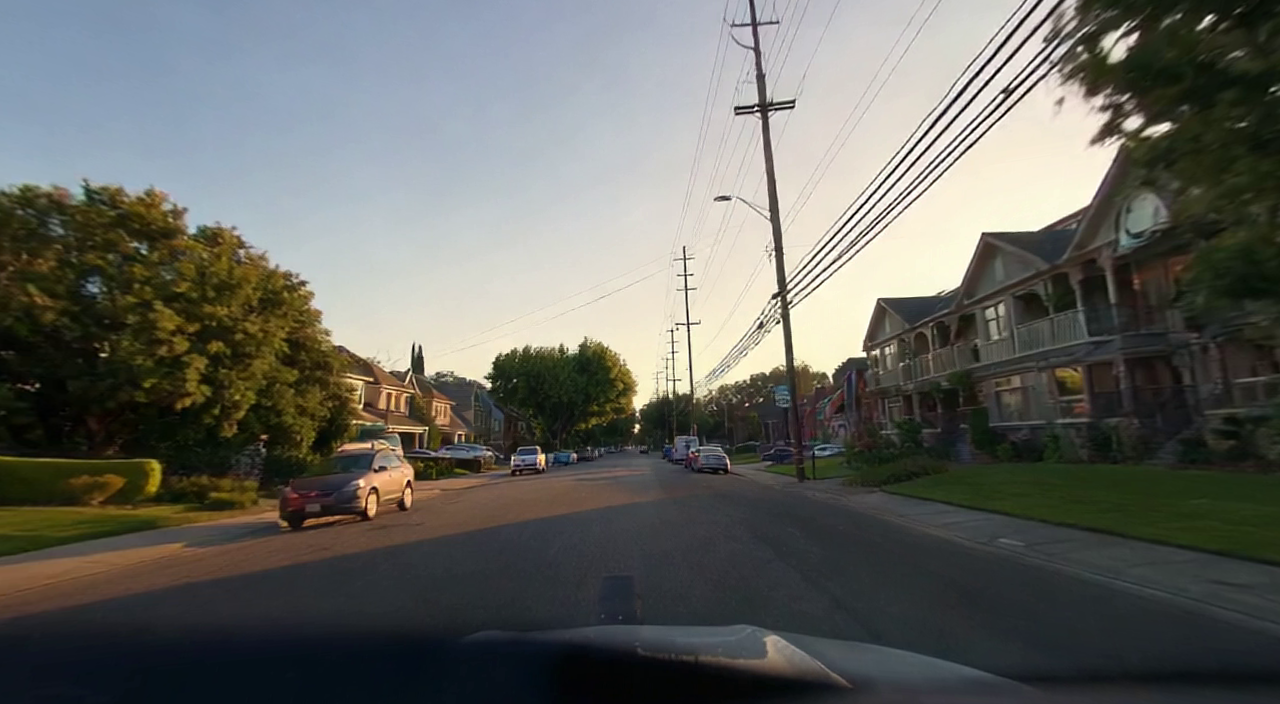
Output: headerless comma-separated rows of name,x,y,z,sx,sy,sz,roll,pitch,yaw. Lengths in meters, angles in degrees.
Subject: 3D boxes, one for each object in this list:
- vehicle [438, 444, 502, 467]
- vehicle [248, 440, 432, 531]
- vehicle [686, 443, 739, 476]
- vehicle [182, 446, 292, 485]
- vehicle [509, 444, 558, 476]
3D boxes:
vehicle,-13.389,8.195,49.844,4.528,1.713,1.947,0,-8,-1
vehicle,-6.326,2.815,13.976,2.012,1.639,4.310,-1,-8,-1
vehicle,3.672,5.576,32.967,2.112,1.528,4.944,0,-8,-1
vehicle,-17.679,4.976,27.714,3.623,1.575,1.724,0,-8,0
vehicle,-6.159,6.269,36.777,1.989,1.693,4.292,-2,-8,2
